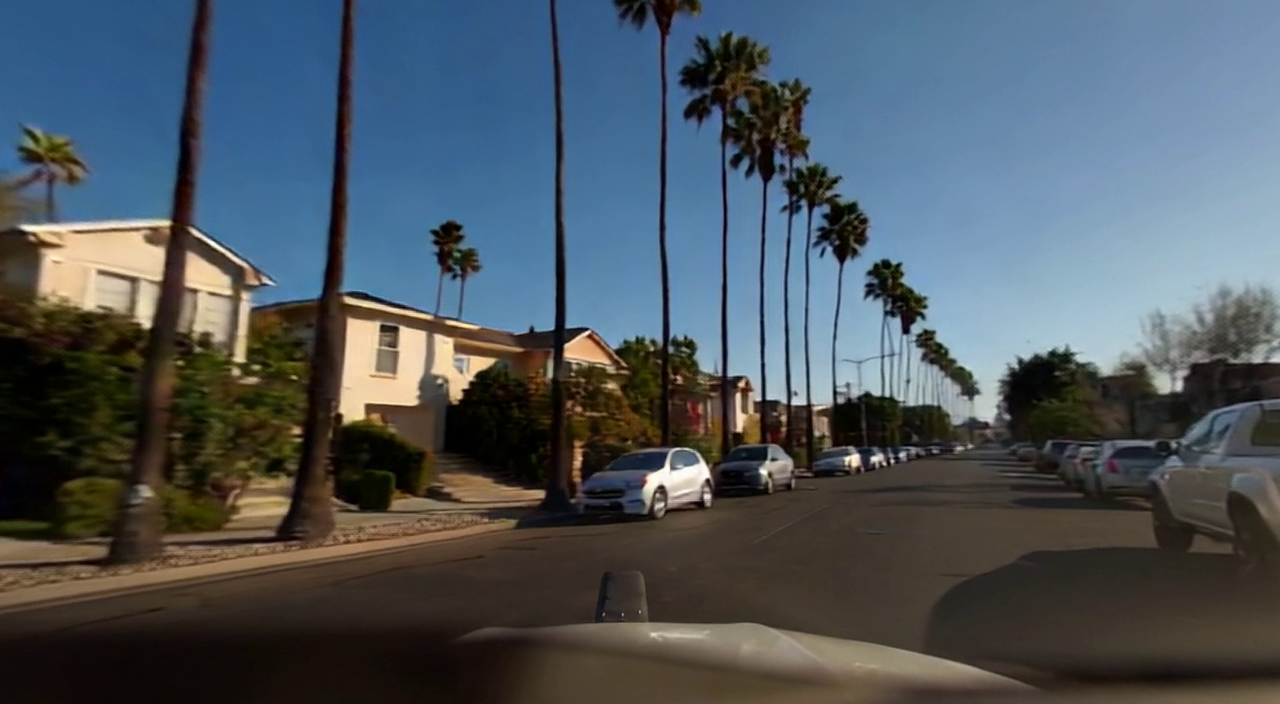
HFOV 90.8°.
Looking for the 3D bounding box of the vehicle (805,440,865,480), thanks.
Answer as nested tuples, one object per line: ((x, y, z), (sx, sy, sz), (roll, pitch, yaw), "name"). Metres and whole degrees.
((9.790, 5.359, 31.547), (1.947, 1.803, 4.381), (-7, -11, 27), "vehicle")

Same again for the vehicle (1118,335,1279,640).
((7.226, 1.306, 6.466), (2.649, 2.232, 6.576), (-5, -9, 29), "vehicle")

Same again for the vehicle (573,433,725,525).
((0.339, 2.685, 13.947), (1.816, 1.697, 3.777), (-4, -9, 27), "vehicle")

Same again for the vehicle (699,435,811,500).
((3.929, 3.681, 20.755), (2.020, 1.819, 5.168), (-5, -10, 28), "vehicle")
